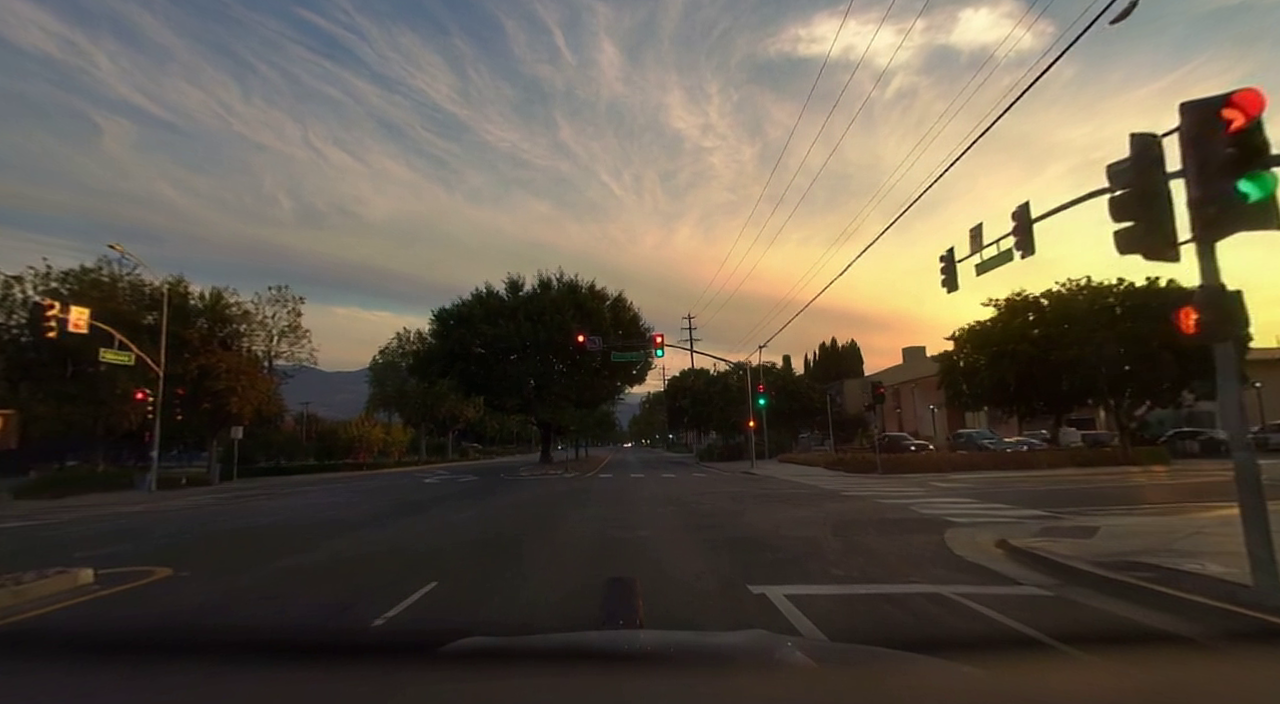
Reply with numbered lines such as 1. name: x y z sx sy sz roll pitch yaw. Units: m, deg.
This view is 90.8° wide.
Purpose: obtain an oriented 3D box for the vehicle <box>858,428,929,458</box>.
1. vehicle: 14.958 5.442 37.533 1.959 1.471 4.570 -4 -8 -4

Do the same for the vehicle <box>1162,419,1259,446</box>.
1. vehicle: 34.092 4.888 37.910 1.832 1.521 4.266 0 -9 0
